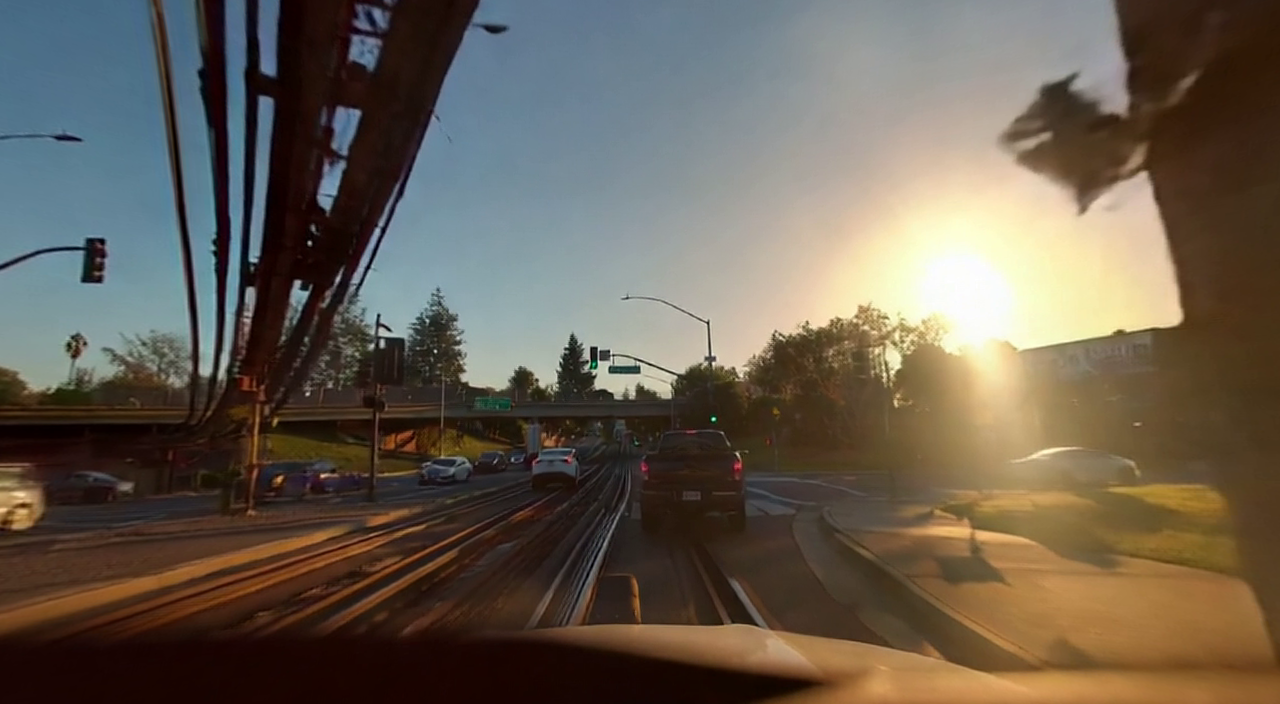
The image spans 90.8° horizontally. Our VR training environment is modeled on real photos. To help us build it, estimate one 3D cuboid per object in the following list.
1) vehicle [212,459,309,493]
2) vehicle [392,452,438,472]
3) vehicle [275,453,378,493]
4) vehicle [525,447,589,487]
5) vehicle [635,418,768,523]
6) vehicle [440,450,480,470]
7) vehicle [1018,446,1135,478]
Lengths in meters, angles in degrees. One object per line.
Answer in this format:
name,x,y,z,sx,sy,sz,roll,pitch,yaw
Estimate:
vehicle,-17.052,5.574,28.654,1.880,1.377,4.201,0,-9,-2
vehicle,-17.498,8.548,49.365,1.908,1.482,4.621,0,-9,-1
vehicle,-13.122,5.068,26.818,2.027,1.482,4.711,0,-9,-1
vehicle,-3.315,4.694,26.131,2.004,1.482,4.799,0,-9,0
vehicle,1.643,2.651,14.615,2.404,1.926,5.251,-2,-9,12
vehicle,-13.818,8.321,48.789,1.864,1.456,4.409,0,-9,0
vehicle,21.866,5.516,31.764,4.412,1.494,2.136,1,-9,-8
